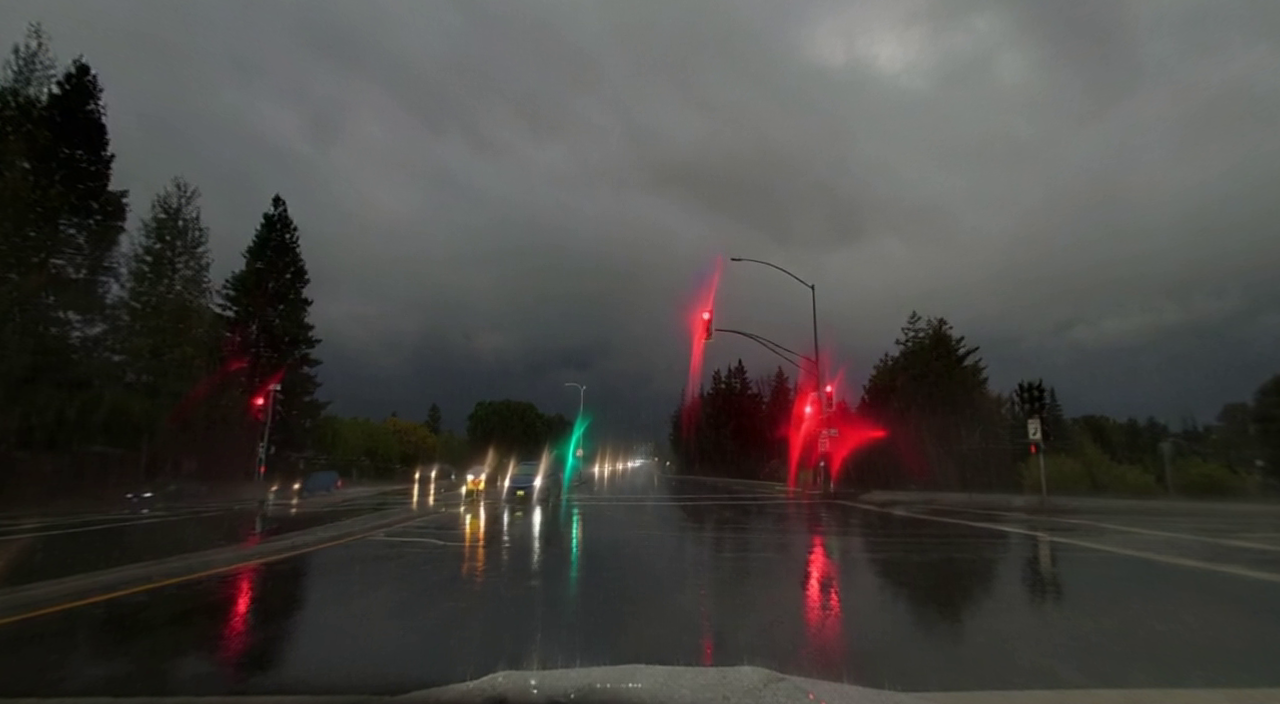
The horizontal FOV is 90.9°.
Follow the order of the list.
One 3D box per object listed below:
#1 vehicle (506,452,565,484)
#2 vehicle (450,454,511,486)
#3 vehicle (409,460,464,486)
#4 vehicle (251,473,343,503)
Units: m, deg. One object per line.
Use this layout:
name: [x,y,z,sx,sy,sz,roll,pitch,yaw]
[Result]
vehicle: [-5.226,5.855,32.108,2.107,1.456,4.728,0,-8,1]
vehicle: [-8.030,5.973,32.082,1.960,1.433,4.213,0,-8,1]
vehicle: [-15.517,9.200,48.316,2.050,1.755,5.135,-1,-9,6]
vehicle: [-21.110,8.323,38.933,2.029,1.500,4.491,-7,-11,38]
